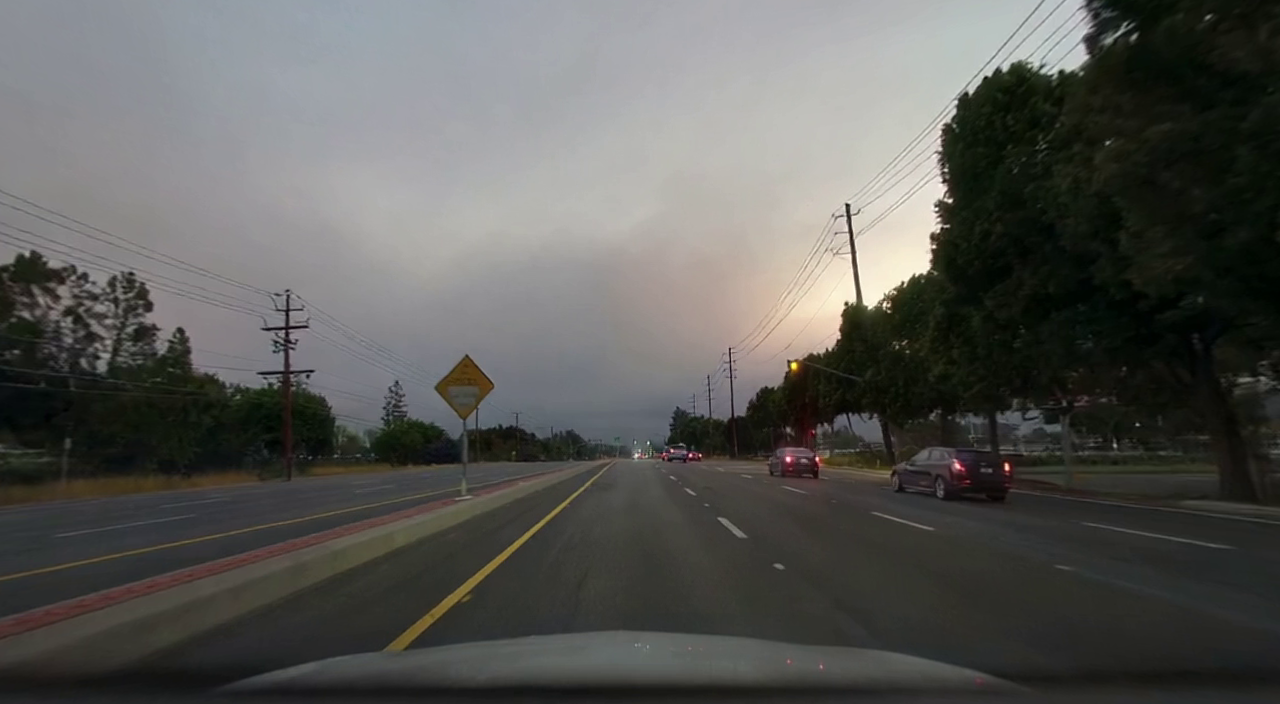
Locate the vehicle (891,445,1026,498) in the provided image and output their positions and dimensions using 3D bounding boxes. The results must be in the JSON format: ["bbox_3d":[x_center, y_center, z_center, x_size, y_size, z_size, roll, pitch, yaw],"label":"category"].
[{"bbox_3d":[9.963,3.725,20.248,1.874,1.482,4.545,0,-8,-1],"label":"vehicle"}]

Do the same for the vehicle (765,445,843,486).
[{"bbox_3d":[6.302,4.393,24.835,1.882,1.476,4.344,0,-8,-1],"label":"vehicle"}]
